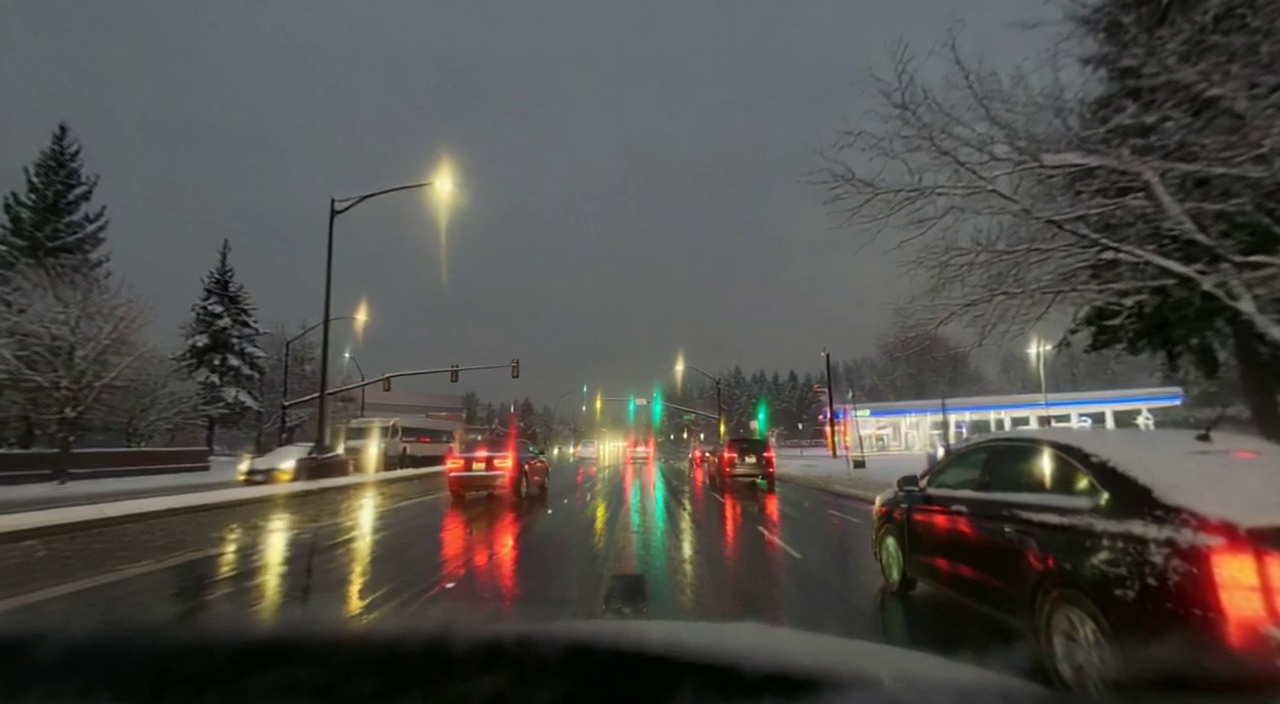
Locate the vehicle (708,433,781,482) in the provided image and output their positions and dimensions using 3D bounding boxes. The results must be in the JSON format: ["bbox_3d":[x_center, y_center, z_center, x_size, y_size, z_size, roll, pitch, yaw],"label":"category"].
[{"bbox_3d":[3.815,3.946,23.849,2.022,1.683,4.171,0,-8,0],"label":"vehicle"}]

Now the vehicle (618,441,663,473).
[{"bbox_3d":[0.026,5.204,31.510,2.104,1.477,4.591,0,-8,0],"label":"vehicle"}]

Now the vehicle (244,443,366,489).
[{"bbox_3d":[-12.215,4.142,23.400,2.013,1.501,4.484,-1,-8,1],"label":"vehicle"}]

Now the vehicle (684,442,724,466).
[{"bbox_3d":[4.128,6.661,41.214,2.174,1.462,4.400,0,-8,1],"label":"vehicle"}]

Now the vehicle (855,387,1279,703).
[{"bbox_3d":[3.435,1.198,4.551,2.038,1.499,4.868,0,-8,0],"label":"vehicle"}]

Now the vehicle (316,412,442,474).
[{"bbox_3d":[-15.805,5.689,39.466,3.228,3.319,10.706,0,-8,1],"label":"vehicle"}]

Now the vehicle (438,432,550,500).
[{"bbox_3d":[-3.800,3.031,17.187,2.023,1.607,4.086,0,-8,1],"label":"vehicle"}]

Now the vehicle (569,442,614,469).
[{"bbox_3d":[-2.786,6.059,37.198,2.192,1.463,4.211,-1,-8,1],"label":"vehicle"}]
